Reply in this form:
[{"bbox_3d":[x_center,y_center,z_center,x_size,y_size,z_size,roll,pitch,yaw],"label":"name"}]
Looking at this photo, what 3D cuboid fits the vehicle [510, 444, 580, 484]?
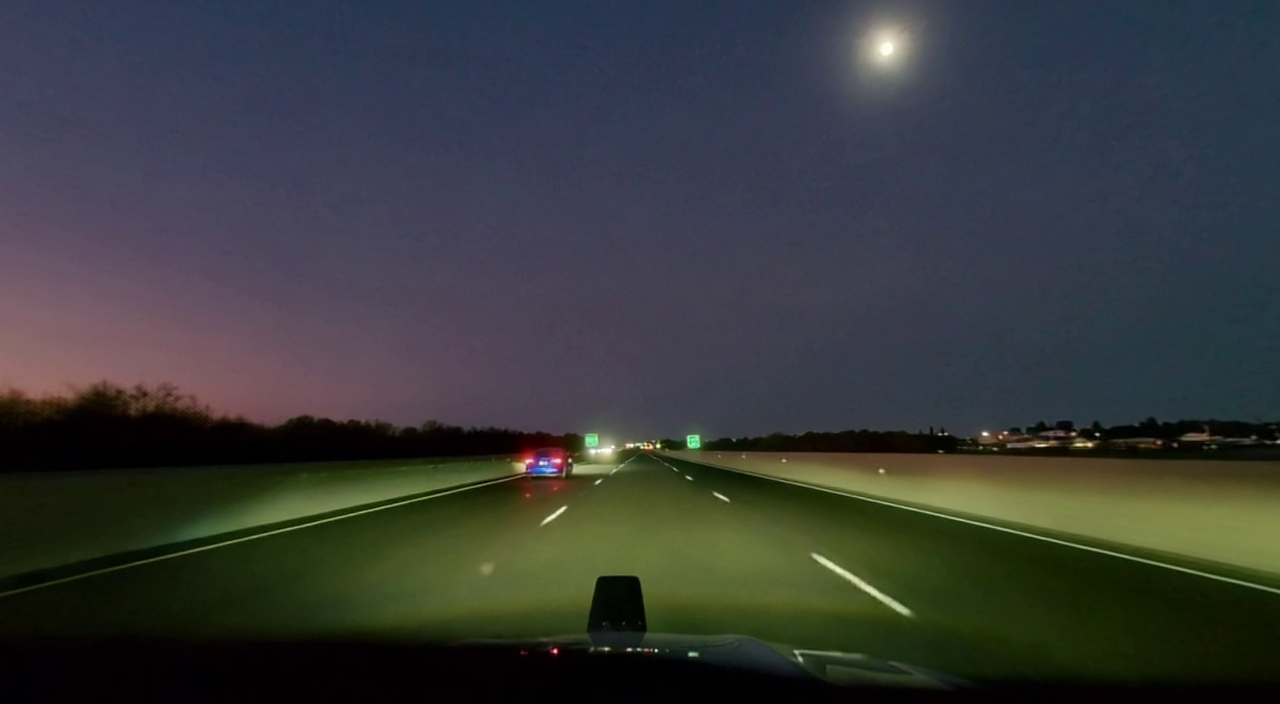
[{"bbox_3d":[-3.919,4.729,26.875,2.160,1.552,4.592,0,-9,1],"label":"vehicle"}]
